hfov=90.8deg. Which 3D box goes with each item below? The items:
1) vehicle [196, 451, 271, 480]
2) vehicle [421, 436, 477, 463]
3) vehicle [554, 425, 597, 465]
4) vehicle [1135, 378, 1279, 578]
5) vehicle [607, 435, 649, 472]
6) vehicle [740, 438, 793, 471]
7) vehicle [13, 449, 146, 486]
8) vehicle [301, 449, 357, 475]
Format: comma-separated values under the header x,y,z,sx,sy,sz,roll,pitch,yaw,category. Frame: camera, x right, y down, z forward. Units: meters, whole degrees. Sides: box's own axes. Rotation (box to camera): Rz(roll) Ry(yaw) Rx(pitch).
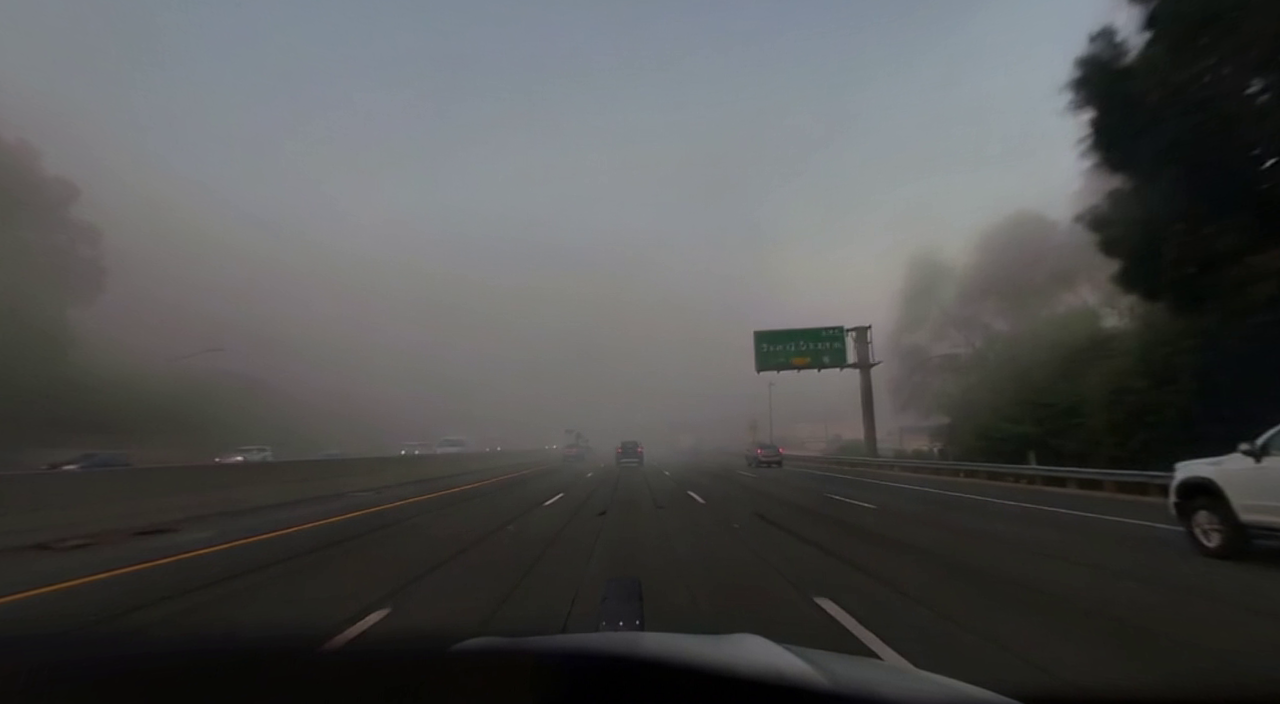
x,y,z,sx,sy,sz,roll,pitch,yaw,category
-21.281,5.923,33.188,1.691,1.389,3.359,0,-9,0,vehicle
-14.111,7.251,47.020,2.361,1.835,5.770,0,-9,0,vehicle
-4.448,6.543,44.547,2.398,2.593,5.808,0,-9,0,vehicle
7.368,1.136,5.515,2.077,1.955,4.817,0,-9,-1,vehicle
-0.581,5.189,32.479,2.002,1.759,4.658,0,-9,0,vehicle
6.903,5.651,35.039,1.944,1.666,4.184,0,-9,-2,vehicle
-25.357,5.201,28.845,1.915,1.502,4.535,0,-9,-1,vehicle
-17.667,6.232,36.015,1.469,1.355,3.317,0,-9,-1,vehicle
